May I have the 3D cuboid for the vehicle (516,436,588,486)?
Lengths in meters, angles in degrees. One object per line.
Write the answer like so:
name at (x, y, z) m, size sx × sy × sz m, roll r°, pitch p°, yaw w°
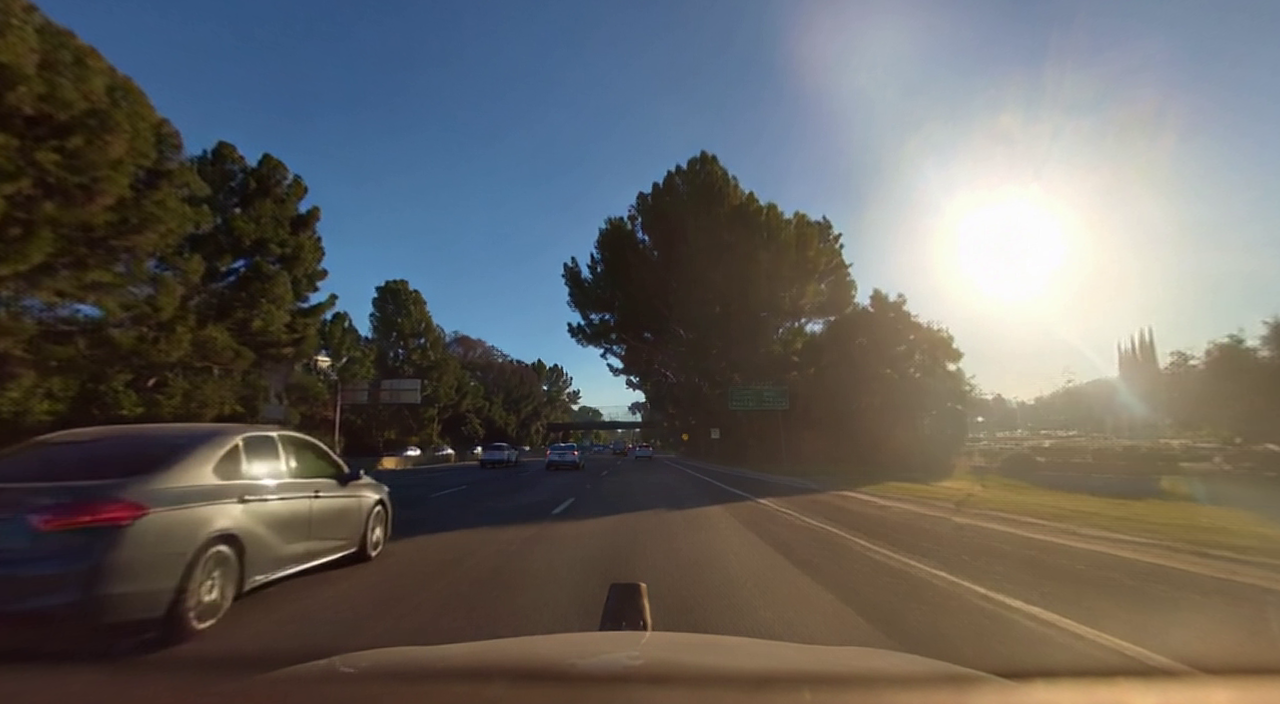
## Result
vehicle at (-3.177, 4.032, 23.567) m, size 2.056 × 1.679 × 4.204 m, roll 0°, pitch -8°, yaw 1°

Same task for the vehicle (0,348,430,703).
vehicle at (-3.492, 1.152, 4.647) m, size 2.040 × 1.672 × 5.122 m, roll 0°, pitch -8°, yaw 1°

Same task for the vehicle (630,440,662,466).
vehicle at (0.474, 7.561, 47.152) m, size 2.285 × 1.797 × 4.478 m, roll 0°, pitch -8°, yaw 0°

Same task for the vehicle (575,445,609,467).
vehicle at (-3.304, 7.183, 43.516) m, size 2.055 × 1.431 × 3.921 m, roll 0°, pitch -8°, yaw 0°

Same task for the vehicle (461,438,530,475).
vehicle at (-7.199, 5.269, 31.935) m, size 2.134 × 1.715 × 5.231 m, roll 0°, pitch -8°, yaw 1°
